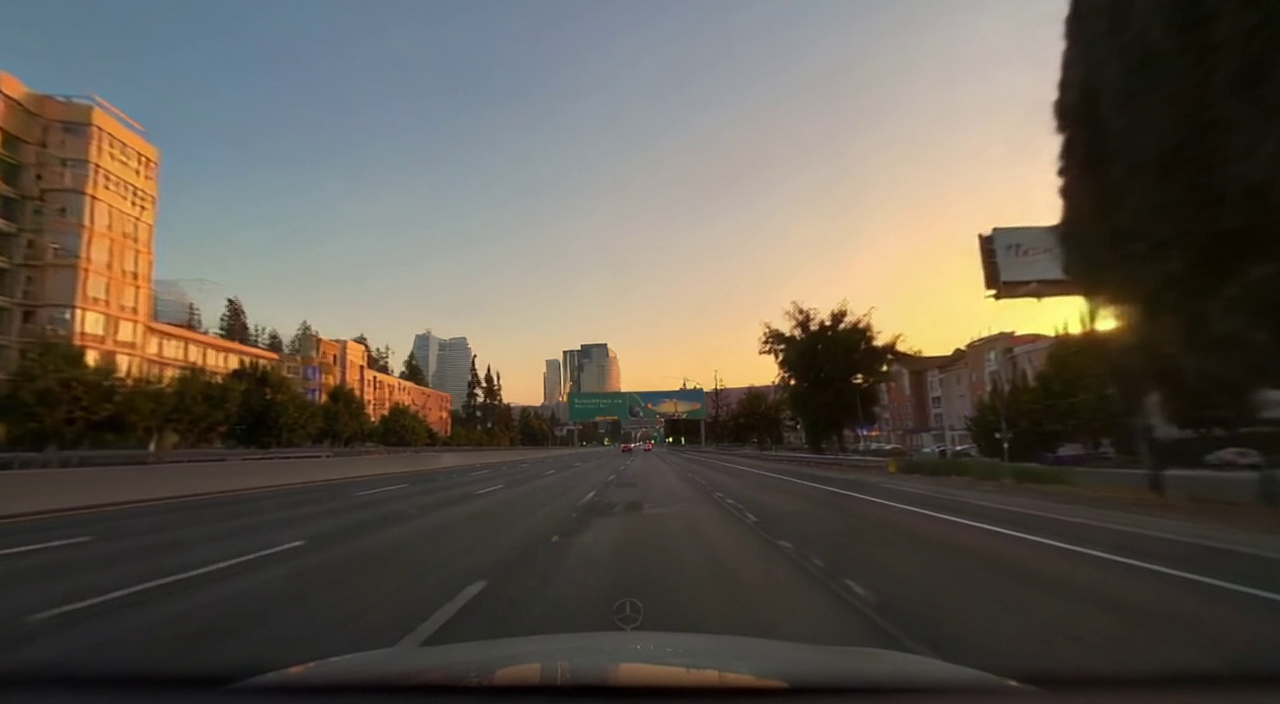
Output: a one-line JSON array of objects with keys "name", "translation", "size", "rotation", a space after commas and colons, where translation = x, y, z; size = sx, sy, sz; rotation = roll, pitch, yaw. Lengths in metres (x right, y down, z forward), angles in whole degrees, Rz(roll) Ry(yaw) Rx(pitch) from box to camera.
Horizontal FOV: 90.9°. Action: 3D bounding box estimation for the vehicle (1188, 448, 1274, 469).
[{"name": "vehicle", "translation": [42.321, 7.626, 45.237], "size": [1.691, 1.370, 4.014], "rotation": [4, -10, -27]}]
